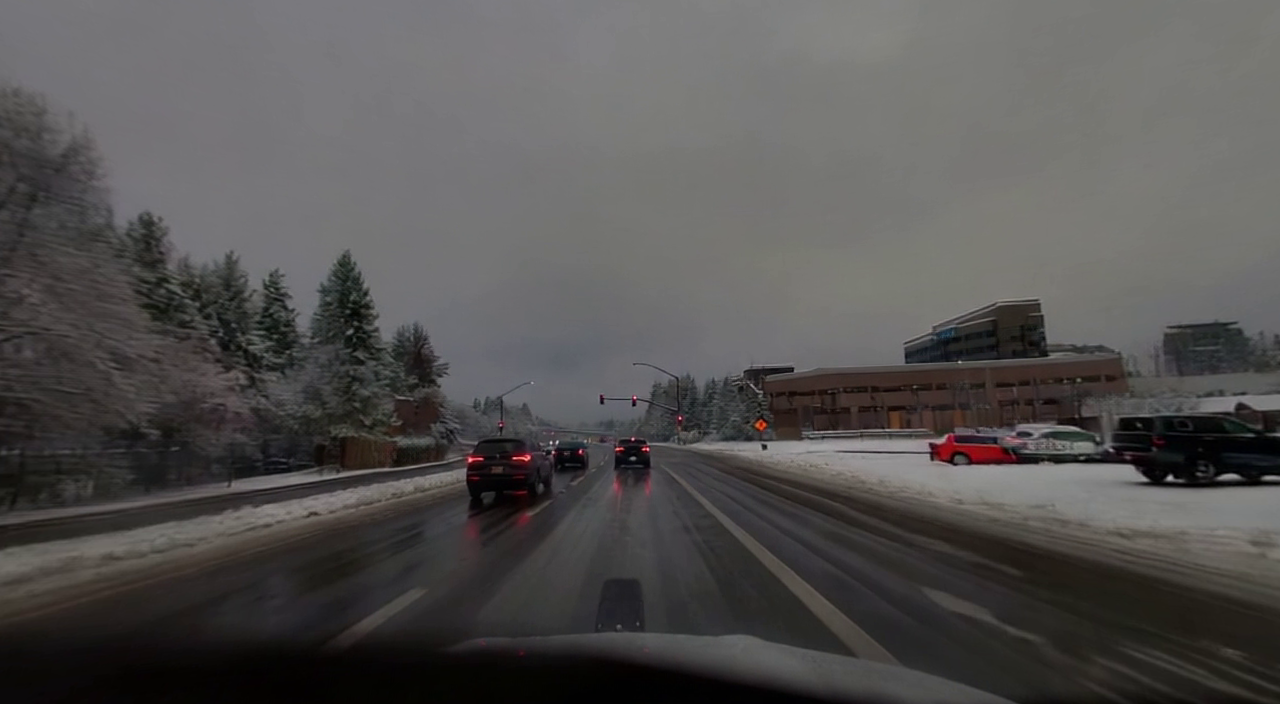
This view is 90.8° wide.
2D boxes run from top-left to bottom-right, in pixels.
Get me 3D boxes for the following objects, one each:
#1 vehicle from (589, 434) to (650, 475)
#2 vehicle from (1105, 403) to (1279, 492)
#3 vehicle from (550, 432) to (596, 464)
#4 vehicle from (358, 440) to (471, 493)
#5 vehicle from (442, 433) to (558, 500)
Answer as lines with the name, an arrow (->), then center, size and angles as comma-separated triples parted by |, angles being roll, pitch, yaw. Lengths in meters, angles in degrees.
vehicle -> -0.761, 4.112, 25.611 | 2.231, 1.481, 4.489 | 0, -8, 0
vehicle -> 14.914, 2.457, 16.370 | 5.394, 1.994, 2.228 | 4, -9, -26
vehicle -> -3.804, 5.591, 36.711 | 2.144, 1.732, 4.279 | 0, -8, 1
vehicle -> -6.962, 3.560, 20.048 | 1.852, 1.458, 4.422 | 0, -8, 2
vehicle -> -3.462, 2.928, 16.575 | 1.920, 1.480, 4.549 | 0, -8, 1
